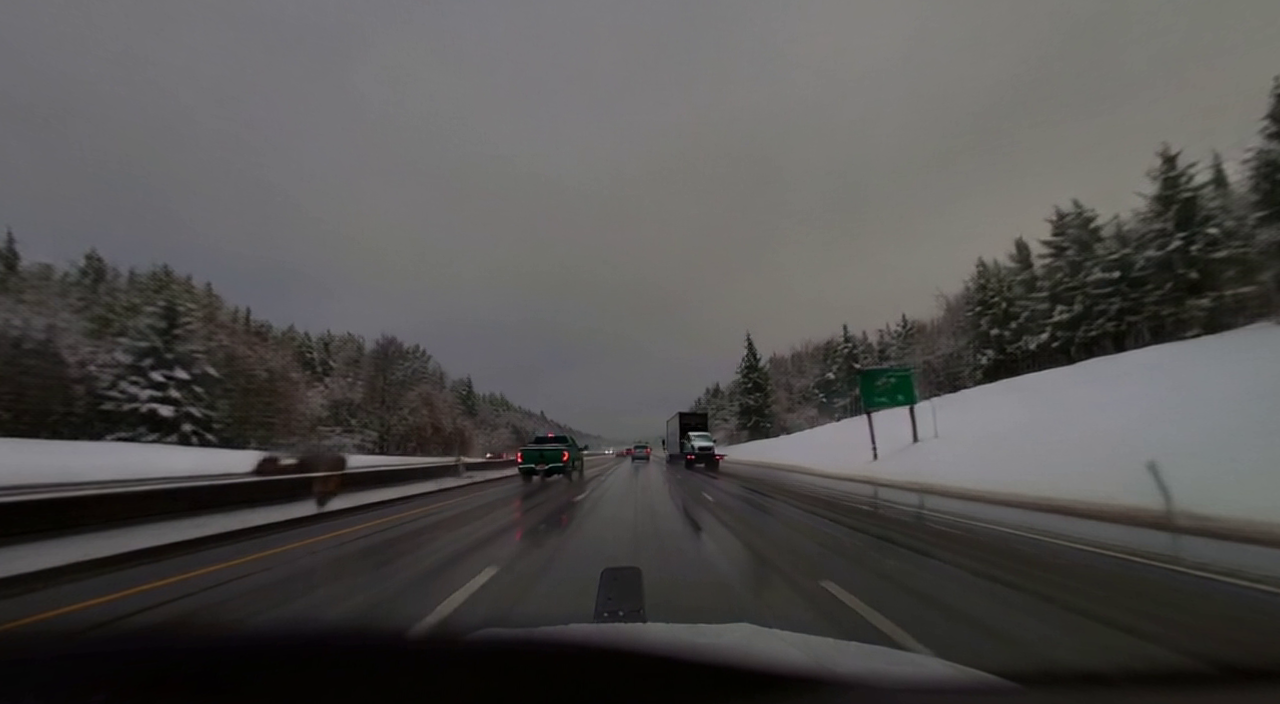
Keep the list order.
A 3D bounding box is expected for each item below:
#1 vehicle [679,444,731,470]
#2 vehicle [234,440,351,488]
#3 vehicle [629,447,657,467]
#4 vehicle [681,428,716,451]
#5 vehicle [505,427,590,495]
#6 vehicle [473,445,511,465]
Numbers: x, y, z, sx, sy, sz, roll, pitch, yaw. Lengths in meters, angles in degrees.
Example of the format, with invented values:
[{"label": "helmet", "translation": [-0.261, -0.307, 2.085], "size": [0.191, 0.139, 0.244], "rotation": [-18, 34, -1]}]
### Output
[{"label": "vehicle", "translation": [4.292, 7.204, 43.514], "size": [2.654, 1.574, 9.537], "rotation": [-1, -9, 0]}, {"label": "vehicle", "translation": [-14.521, 4.695, 26.747], "size": [2.078, 1.797, 4.966], "rotation": [0, -9, 1]}, {"label": "vehicle", "translation": [0.231, 8.225, 49.565], "size": [2.086, 1.497, 3.681], "rotation": [0, -9, 0]}, {"label": "vehicle", "translation": [4.123, 6.256, 44.796], "size": [1.968, 1.547, 4.215], "rotation": [0, -9, -2]}, {"label": "vehicle", "translation": [-2.996, 3.651, 21.427], "size": [2.142, 2.044, 4.446], "rotation": [0, -9, 1]}, {"label": "vehicle", "translation": [-11.231, 7.845, 48.109], "size": [1.939, 1.460, 4.031], "rotation": [0, -8, -1]}]
